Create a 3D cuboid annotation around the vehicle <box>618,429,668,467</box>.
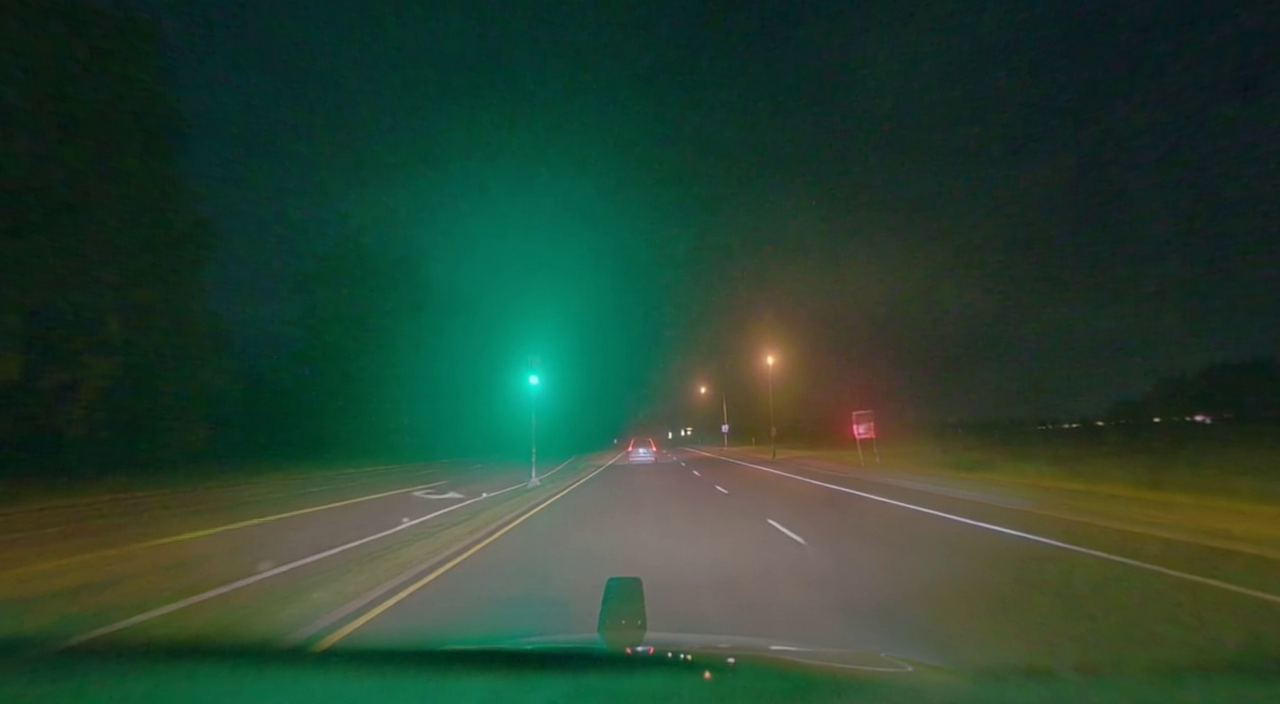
[{"bbox_3d":[0.150,4.665,30.639,2.256,1.734,4.176,0,-8,1],"label":"vehicle"}]
